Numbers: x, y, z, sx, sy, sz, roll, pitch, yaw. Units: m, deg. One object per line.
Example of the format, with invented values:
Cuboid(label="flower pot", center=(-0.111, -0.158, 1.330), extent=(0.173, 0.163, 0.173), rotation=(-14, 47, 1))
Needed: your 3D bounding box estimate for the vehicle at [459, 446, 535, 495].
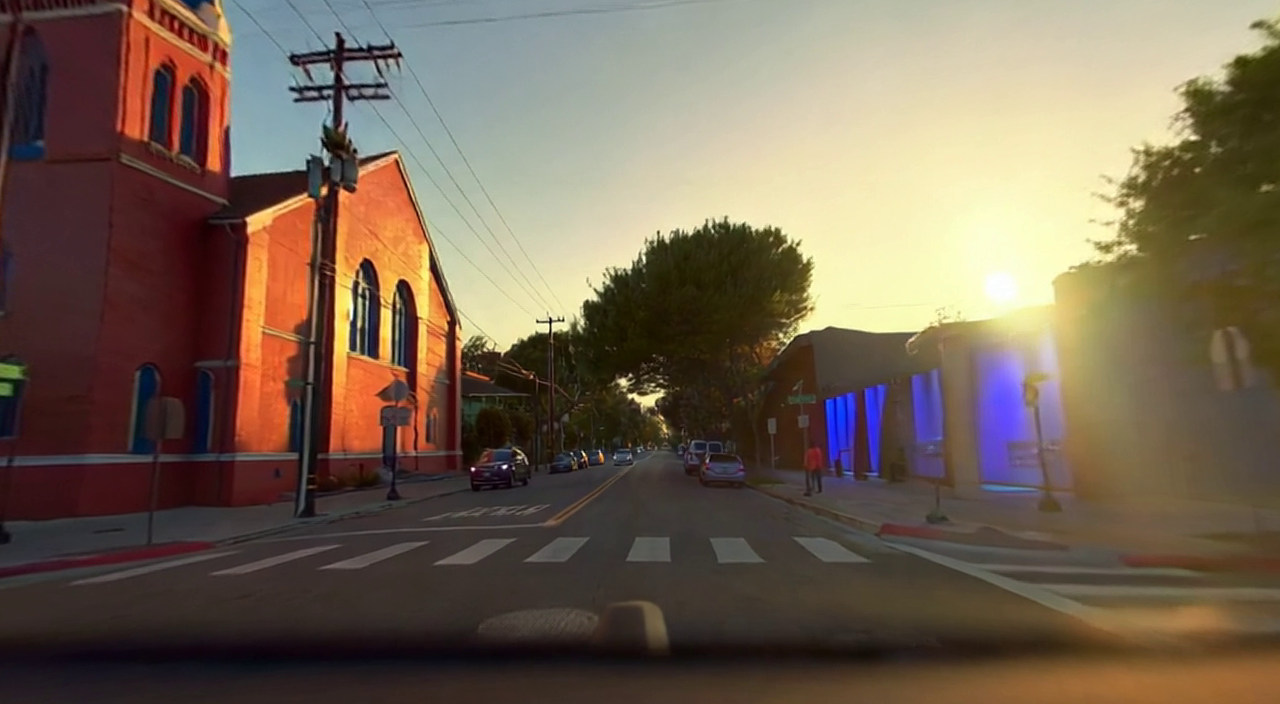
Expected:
Cuboid(label="vehicle", center=(-6.103, 5.051, 27.482), extent=(2.140, 1.746, 4.385), rotation=(-4, -8, 2))

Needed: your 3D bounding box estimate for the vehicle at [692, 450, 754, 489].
Cuboid(label="vehicle", center=(3.361, 4.848, 26.531), extent=(1.966, 1.471, 4.552), rotation=(0, -9, 0))

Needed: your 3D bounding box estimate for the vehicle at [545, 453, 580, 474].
Cuboid(label="vehicle", center=(-5.750, 8.298, 47.212), extent=(1.844, 1.486, 4.474), rotation=(0, -9, 2))
